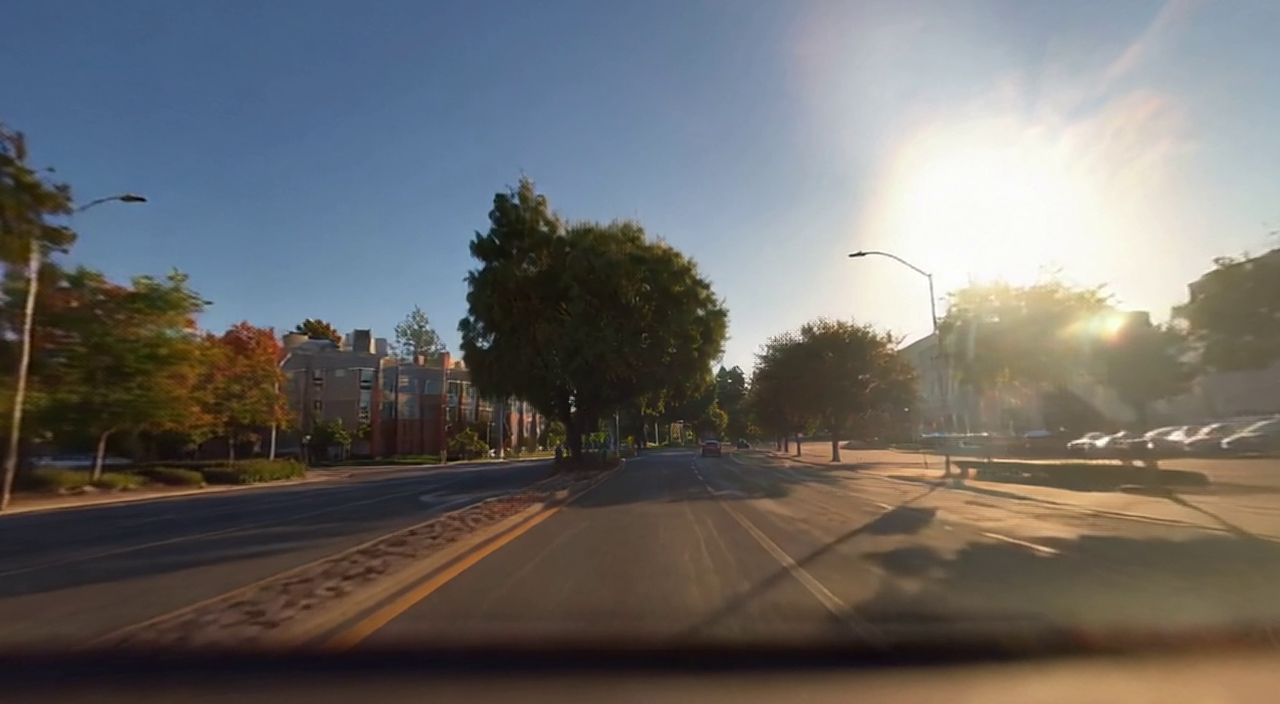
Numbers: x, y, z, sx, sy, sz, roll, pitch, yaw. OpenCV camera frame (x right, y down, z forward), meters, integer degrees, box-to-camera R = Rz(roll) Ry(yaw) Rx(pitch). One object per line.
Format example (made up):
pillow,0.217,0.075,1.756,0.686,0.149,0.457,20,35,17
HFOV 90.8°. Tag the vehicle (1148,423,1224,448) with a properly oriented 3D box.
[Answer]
vehicle,33.871,5.203,39.224,3.693,1.473,1.643,2,-8,-14

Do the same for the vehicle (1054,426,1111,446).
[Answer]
vehicle,33.141,6.305,47.291,3.328,1.385,1.570,1,-9,-14

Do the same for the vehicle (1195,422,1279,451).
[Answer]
vehicle,35.161,4.971,36.959,3.934,1.500,1.956,0,-9,-13
